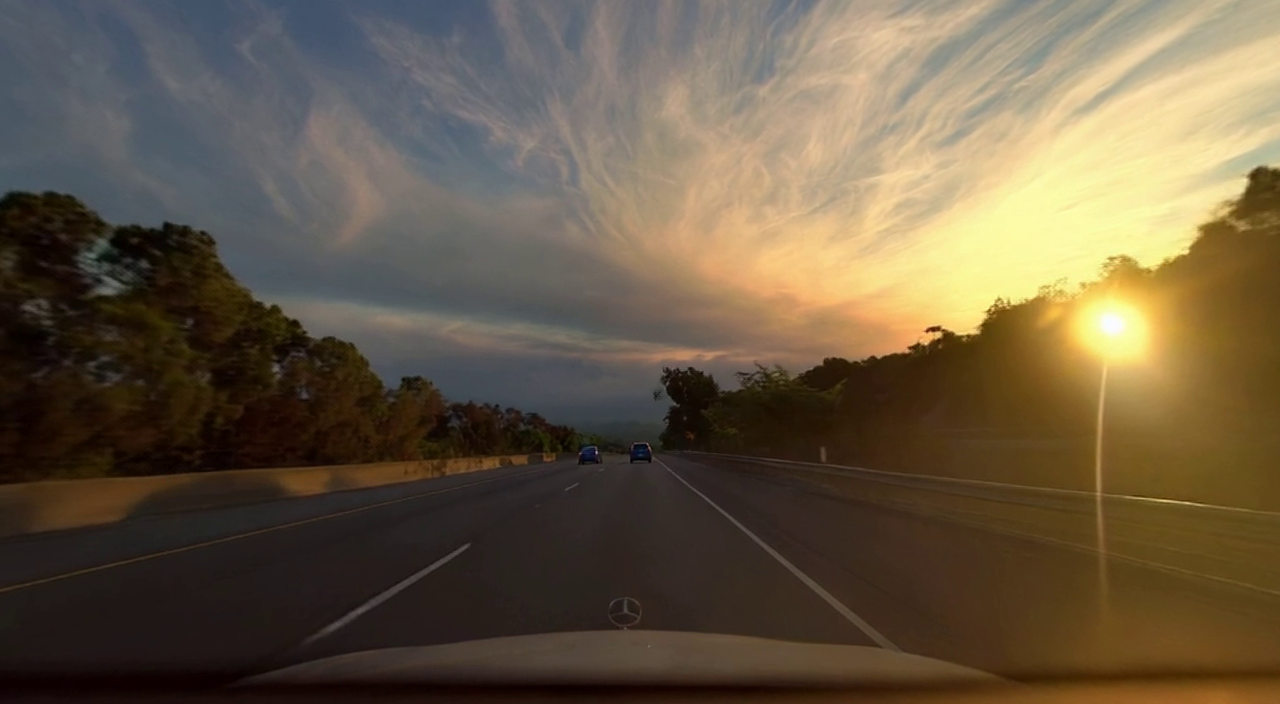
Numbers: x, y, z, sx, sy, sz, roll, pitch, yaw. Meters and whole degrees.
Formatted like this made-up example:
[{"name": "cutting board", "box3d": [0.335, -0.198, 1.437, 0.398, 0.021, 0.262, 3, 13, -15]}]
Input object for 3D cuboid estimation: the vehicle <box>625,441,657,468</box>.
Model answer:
[{"name": "vehicle", "box3d": [0.051, 7.024, 43.193, 2.126, 1.786, 3.958, 0, -9, 0]}]
